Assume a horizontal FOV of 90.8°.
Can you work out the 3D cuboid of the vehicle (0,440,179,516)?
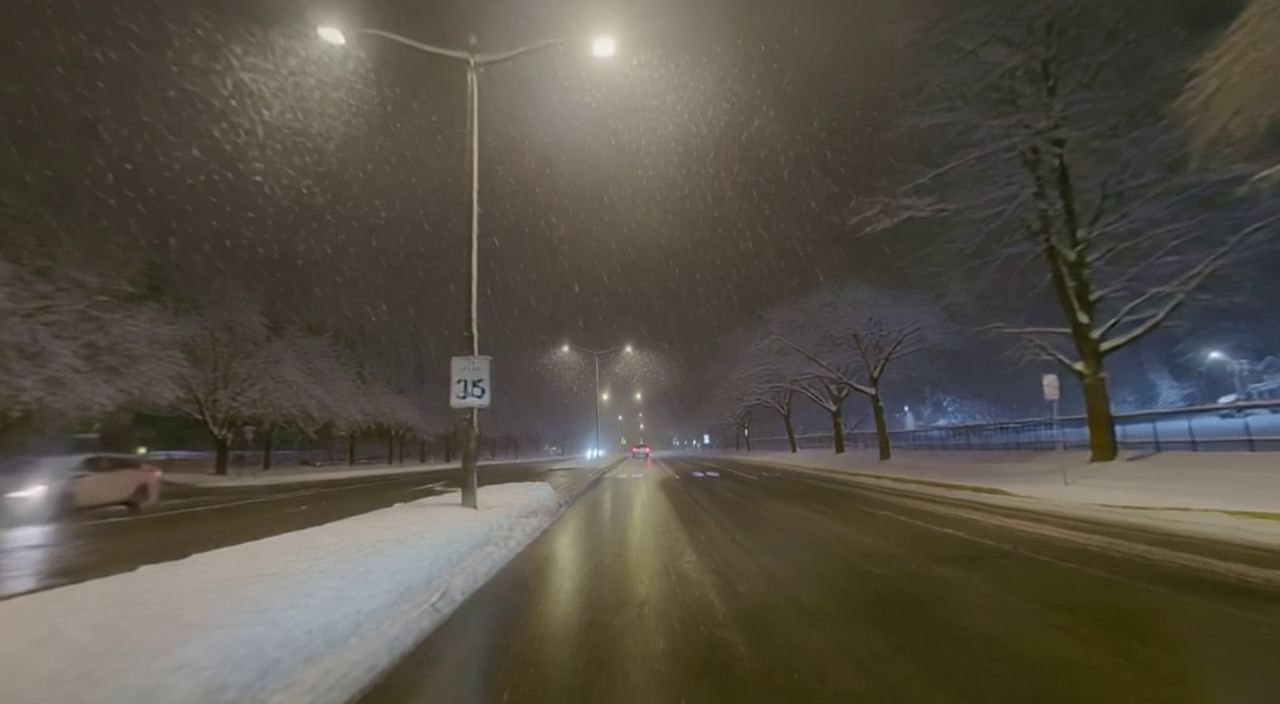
[{"bbox_3d":[-16.531,3.593,18.499,2.511,1.881,4.658,-2,-8,0],"label":"vehicle"}]
